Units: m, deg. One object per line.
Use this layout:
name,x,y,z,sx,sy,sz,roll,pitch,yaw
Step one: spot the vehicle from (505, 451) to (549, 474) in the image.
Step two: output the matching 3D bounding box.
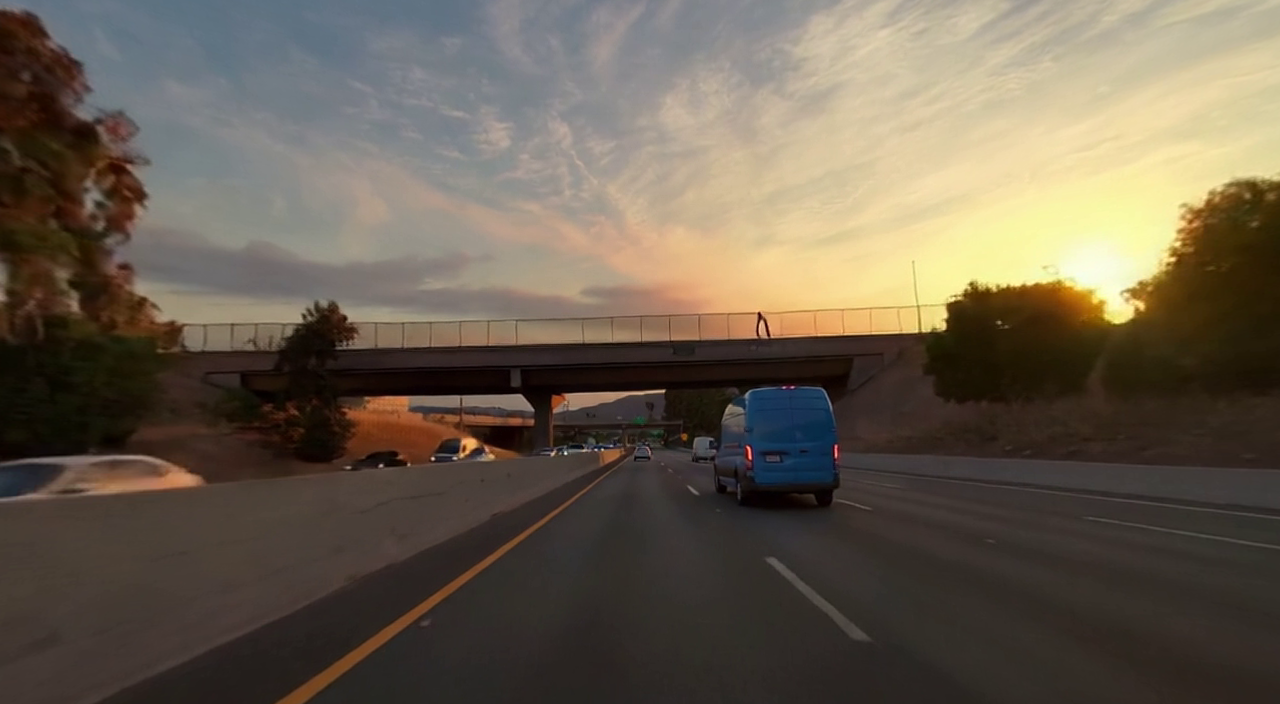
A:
vehicle,-7.575,7.444,42.819,1.932,1.381,5.404,-1,-9,1

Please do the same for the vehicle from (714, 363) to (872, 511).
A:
vehicle,3.692,2.346,17.119,2.460,3.155,6.902,0,-9,0

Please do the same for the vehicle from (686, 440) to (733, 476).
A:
vehicle,3.623,5.596,33.511,2.009,1.731,4.149,0,-9,0

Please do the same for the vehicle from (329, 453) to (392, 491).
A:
vehicle,-15.254,6.546,34.612,1.912,1.893,3.151,-1,-9,1
